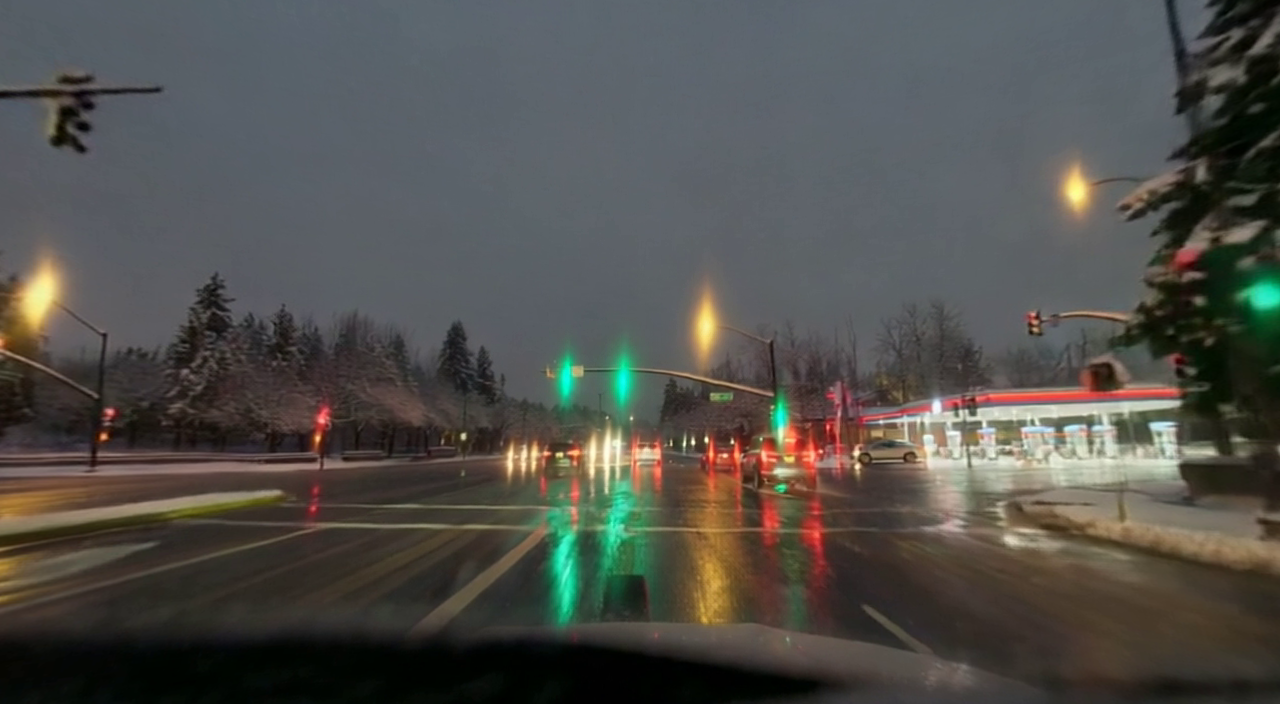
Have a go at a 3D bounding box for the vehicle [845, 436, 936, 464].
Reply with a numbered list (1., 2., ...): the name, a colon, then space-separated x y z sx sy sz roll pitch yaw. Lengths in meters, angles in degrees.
1. vehicle: 18.538 7.268 46.792 5.585 1.866 2.607 -1 -9 -3

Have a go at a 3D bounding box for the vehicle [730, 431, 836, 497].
1. vehicle: 3.981 3.185 18.287 2.022 1.683 4.171 0 -8 -1

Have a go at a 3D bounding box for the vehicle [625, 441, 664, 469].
1. vehicle: 0.241 5.855 35.979 2.104 1.477 4.591 0 -8 0

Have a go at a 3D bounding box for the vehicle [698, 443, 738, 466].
1. vehicle: 5.211 6.898 42.621 2.174 1.462 4.400 0 -8 1

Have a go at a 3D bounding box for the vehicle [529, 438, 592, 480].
1. vehicle: -3.194 4.406 26.216 2.023 1.607 4.086 0 -8 1
